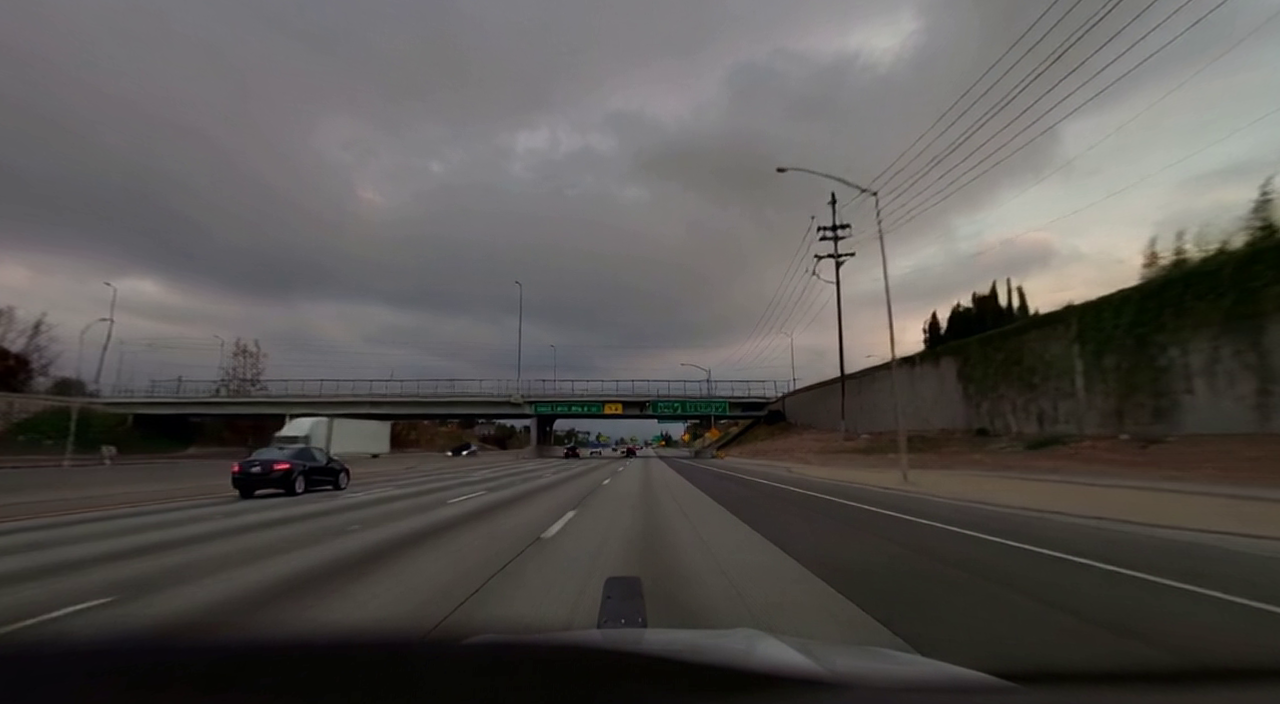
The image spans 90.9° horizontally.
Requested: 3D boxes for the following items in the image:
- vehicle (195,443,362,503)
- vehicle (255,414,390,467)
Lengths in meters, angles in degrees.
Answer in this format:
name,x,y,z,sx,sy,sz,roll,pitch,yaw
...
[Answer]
name,x,y,z,sx,sy,sz,roll,pitch,yaw
vehicle,-10.113,3.376,18.179,2.056,1.476,4.562,0,-8,1
vehicle,-23.426,6.759,48.087,2.941,3.391,14.236,0,-8,0
